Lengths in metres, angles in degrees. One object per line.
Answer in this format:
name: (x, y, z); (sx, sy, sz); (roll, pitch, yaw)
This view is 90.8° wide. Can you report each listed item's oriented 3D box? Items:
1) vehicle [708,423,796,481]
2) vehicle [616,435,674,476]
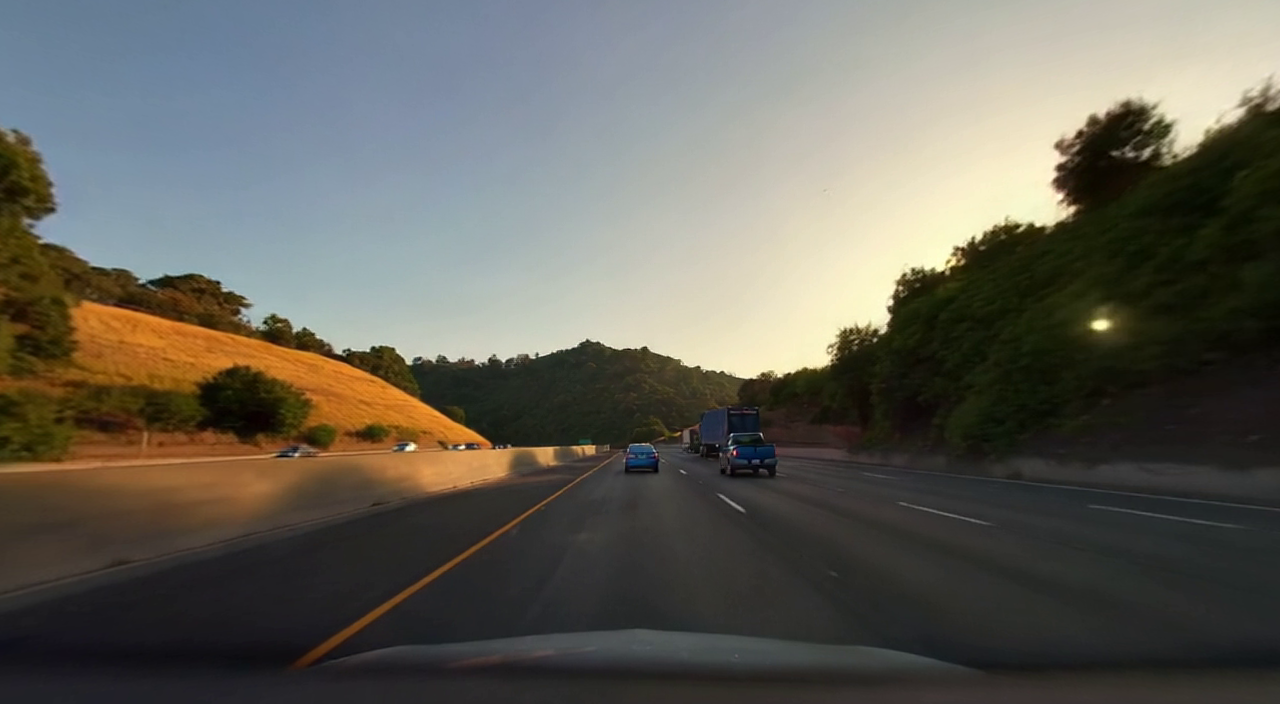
vehicle: (3.754, 3.461, 22.089); (2.098, 1.794, 4.561); (0, -9, -2)
vehicle: (0.148, 4.033, 24.820); (2.083, 1.477, 3.965); (0, -8, -1)
